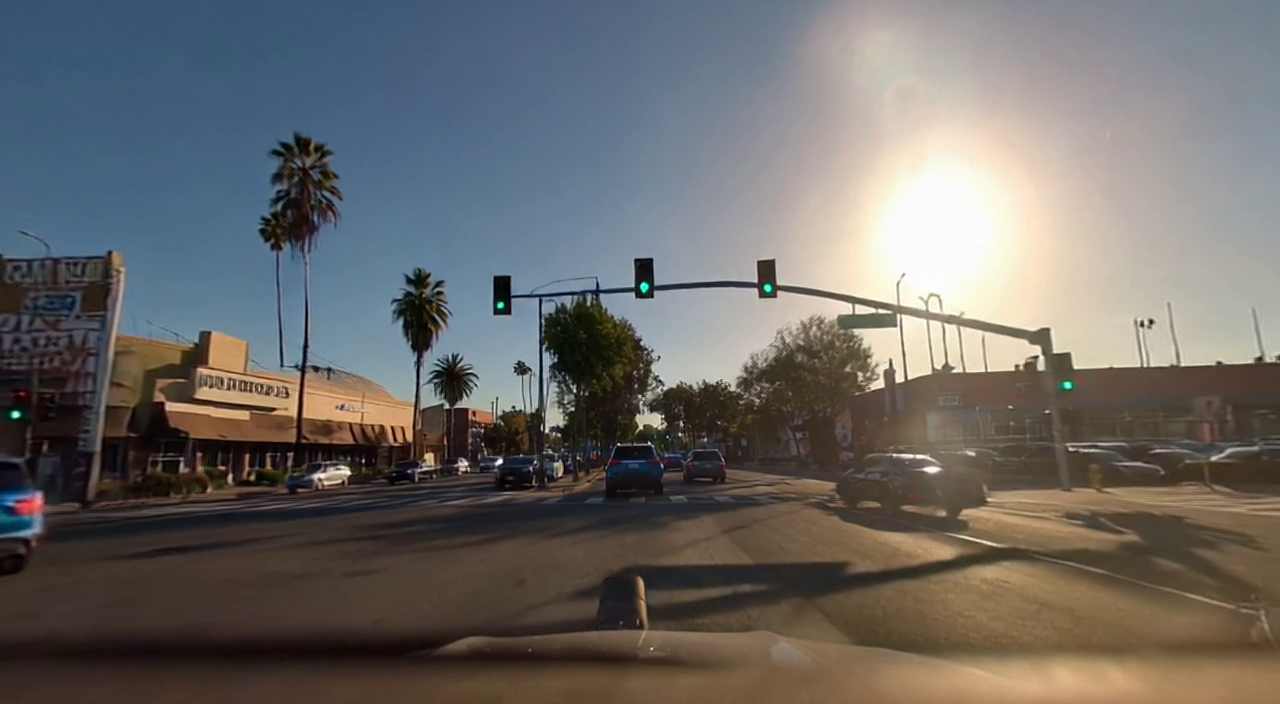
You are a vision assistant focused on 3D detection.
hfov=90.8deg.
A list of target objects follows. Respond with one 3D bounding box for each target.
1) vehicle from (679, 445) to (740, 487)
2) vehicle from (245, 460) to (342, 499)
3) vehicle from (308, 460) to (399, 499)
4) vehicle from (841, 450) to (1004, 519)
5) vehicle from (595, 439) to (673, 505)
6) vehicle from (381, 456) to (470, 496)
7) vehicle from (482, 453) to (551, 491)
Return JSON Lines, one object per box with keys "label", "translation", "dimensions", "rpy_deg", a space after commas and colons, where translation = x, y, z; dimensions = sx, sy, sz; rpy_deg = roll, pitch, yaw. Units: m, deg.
{"label": "vehicle", "translation": [3.017, 5.047, 28.227], "dimensions": [2.112, 1.710, 4.234], "rpy_deg": [0, -9, -2]}
{"label": "vehicle", "translation": [-15.335, 5.638, 28.230], "dimensions": [2.048, 1.494, 4.069], "rpy_deg": [0, -9, -1]}
{"label": "vehicle", "translation": [-11.878, 5.293, 26.522], "dimensions": [1.850, 1.414, 4.184], "rpy_deg": [0, -9, 0]}
{"label": "vehicle", "translation": [6.758, 3.177, 15.730], "dimensions": [1.944, 1.447, 4.309], "rpy_deg": [0, -9, -2]}
{"label": "vehicle", "translation": [-0.217, 3.609, 19.483], "dimensions": [2.151, 1.787, 4.109], "rpy_deg": [0, -9, -1]}
{"label": "vehicle", "translation": [-8.571, 4.981, 25.674], "dimensions": [2.061, 1.415, 4.289], "rpy_deg": [0, -9, 1]}
{"label": "vehicle", "translation": [-5.178, 5.067, 27.022], "dimensions": [2.030, 1.441, 4.324], "rpy_deg": [0, -9, 1]}
